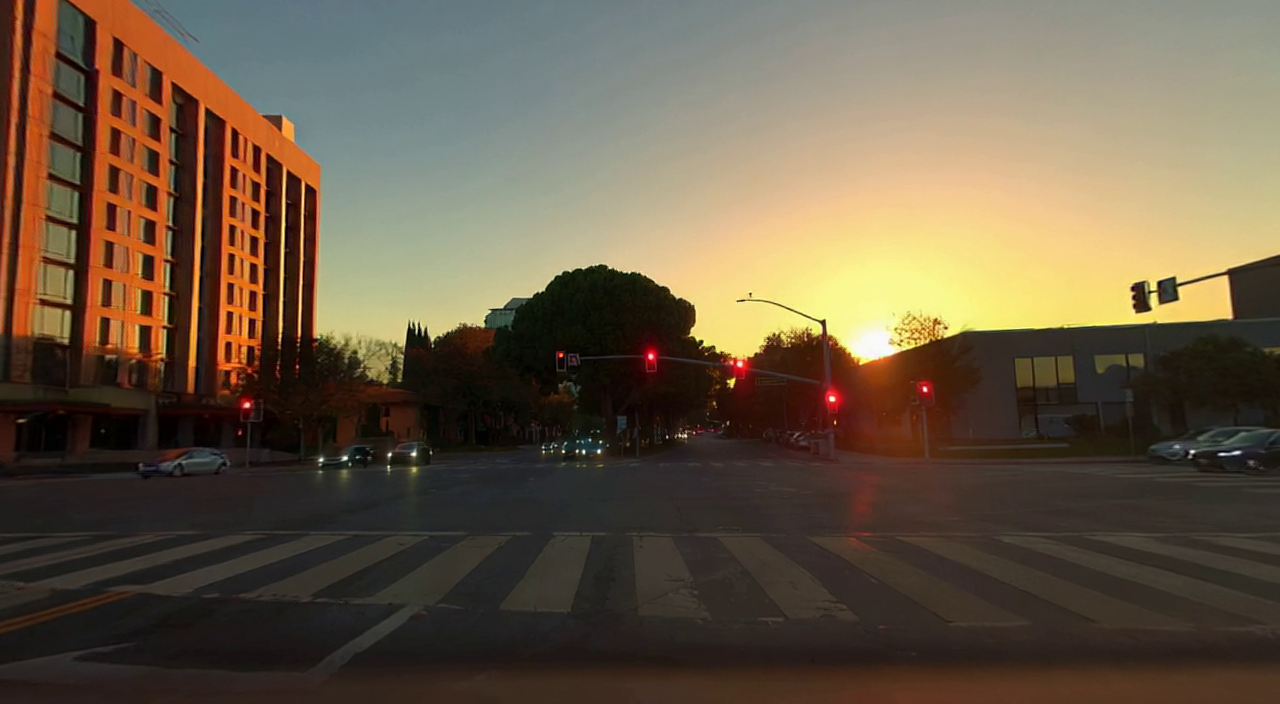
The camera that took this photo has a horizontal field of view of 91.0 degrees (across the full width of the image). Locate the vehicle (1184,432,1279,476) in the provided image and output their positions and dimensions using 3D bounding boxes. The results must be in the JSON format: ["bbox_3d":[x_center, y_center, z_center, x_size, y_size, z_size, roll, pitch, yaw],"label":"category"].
[{"bbox_3d":[22.318,3.582,22.241,4.474,1.477,1.908,0,-9,-3],"label":"vehicle"}]

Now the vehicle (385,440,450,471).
[{"bbox_3d":[-15.129,7.039,43.156,2.340,1.946,5.450,0,-9,2],"label":"vehicle"}]

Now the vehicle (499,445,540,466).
[{"bbox_3d":[-8.103,7.005,42.607,1.910,1.321,3.692,0,-9,1],"label":"vehicle"}]

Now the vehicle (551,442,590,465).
[{"bbox_3d":[-4.536,6.711,41.684,1.954,1.431,4.050,-1,-9,2],"label":"vehicle"}]

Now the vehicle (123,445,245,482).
[{"bbox_3d":[-24.661,5.991,34.272,2.032,1.839,4.884,-4,-9,23],"label":"vehicle"}]

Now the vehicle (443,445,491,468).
[{"bbox_3d":[-11.642,7.078,42.704,1.911,1.476,4.297,-1,-9,2],"label":"vehicle"}]

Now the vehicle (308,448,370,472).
[{"bbox_3d":[-21.380,7.682,44.955,1.929,1.619,4.577,-1,-9,4],"label":"vehicle"}]

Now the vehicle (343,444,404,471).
[{"bbox_3d":[-18.559,7.350,44.021,2.237,1.801,4.541,0,-9,1],"label":"vehicle"}]
